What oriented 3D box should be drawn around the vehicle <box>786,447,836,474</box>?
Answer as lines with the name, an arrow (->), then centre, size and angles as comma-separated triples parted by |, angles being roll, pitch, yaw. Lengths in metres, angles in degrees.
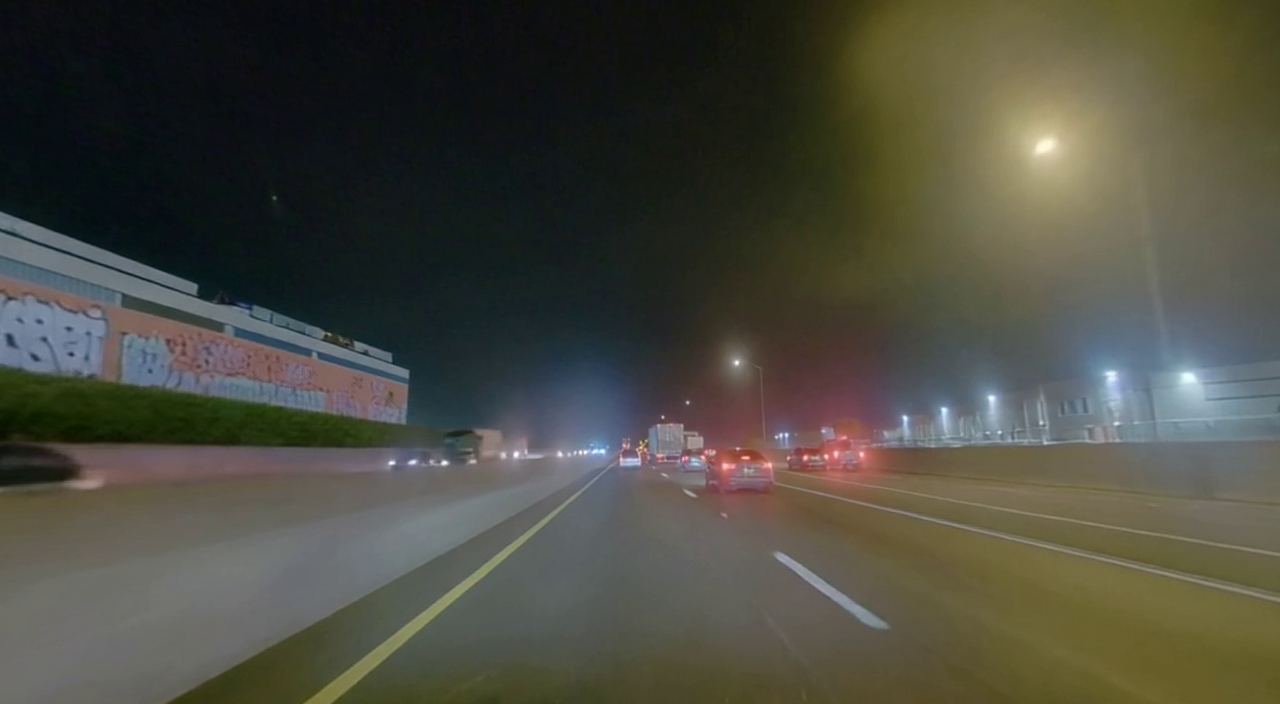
vehicle -> 11.140, 7.086, 41.162 | 2.107, 1.648, 4.324 | 0, -9, 0

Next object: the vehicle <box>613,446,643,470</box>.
vehicle -> -0.941, 8.154, 48.544 | 2.169, 1.753, 4.151 | 0, -9, -1

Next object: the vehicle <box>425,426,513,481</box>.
vehicle -> -8.542, 5.189, 32.276 | 2.544, 2.471, 6.965 | 0, -9, 0

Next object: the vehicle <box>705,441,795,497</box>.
vehicle -> 3.515, 3.846, 20.988 | 2.045, 1.605, 4.674 | 0, -9, -1

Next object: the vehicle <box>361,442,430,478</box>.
vehicle -> -12.898, 5.712, 33.391 | 1.990, 1.733, 4.225 | 0, -9, -1

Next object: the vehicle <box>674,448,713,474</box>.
vehicle -> 3.500, 7.254, 41.892 | 2.085, 1.588, 4.436 | 0, -9, -2
